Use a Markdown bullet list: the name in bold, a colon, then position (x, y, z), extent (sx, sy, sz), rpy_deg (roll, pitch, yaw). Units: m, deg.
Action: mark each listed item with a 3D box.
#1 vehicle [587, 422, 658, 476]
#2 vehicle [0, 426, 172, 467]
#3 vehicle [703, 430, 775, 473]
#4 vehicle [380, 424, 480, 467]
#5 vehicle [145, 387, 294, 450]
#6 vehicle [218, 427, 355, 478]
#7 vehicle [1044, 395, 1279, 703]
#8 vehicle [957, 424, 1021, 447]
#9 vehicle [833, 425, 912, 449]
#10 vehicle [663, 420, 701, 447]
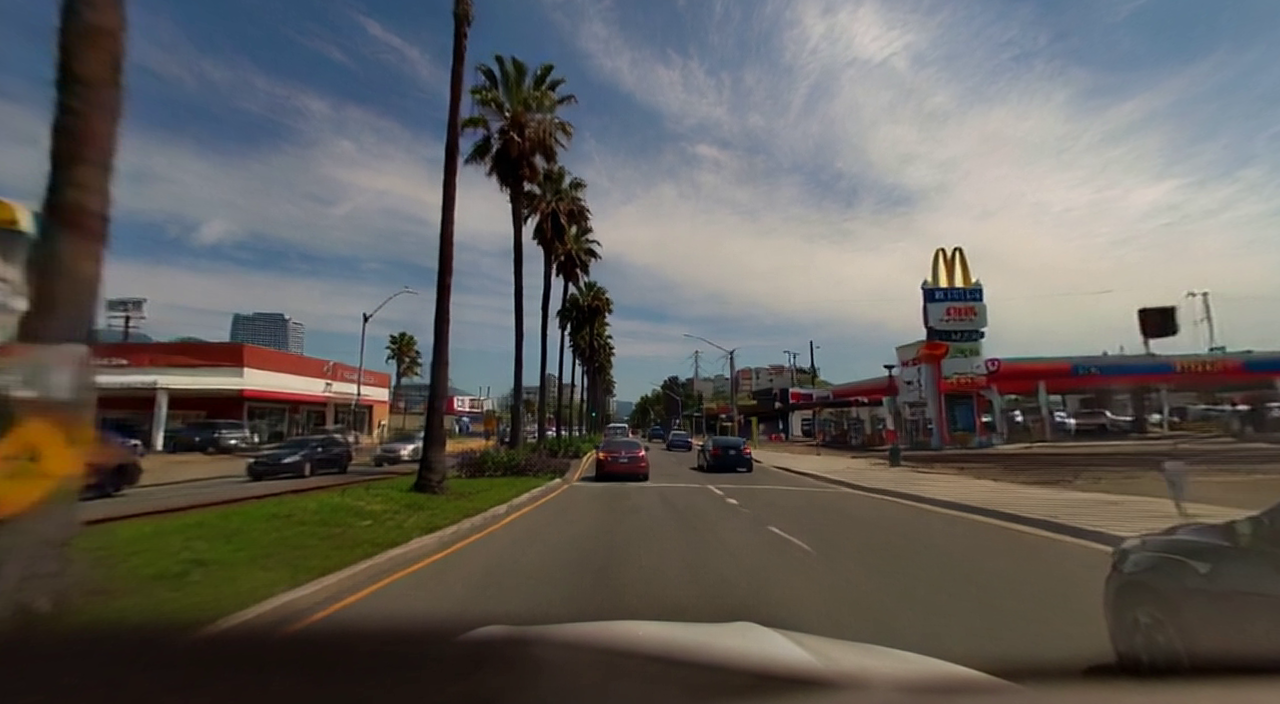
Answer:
- **vehicle**: position (-0.674, 3.133, 20.523), extent (2.021, 1.550, 4.090), rpy_deg (1, -8, -5)
- **vehicle**: position (-20.981, 3.585, 23.952), extent (4.858, 1.489, 2.147), rpy_deg (-1, -8, 5)
- **vehicle**: position (3.604, 3.703, 23.756), extent (1.889, 1.448, 4.262), rpy_deg (0, -8, -1)
- **vehicle**: position (-7.935, 3.618, 24.450), extent (2.052, 1.483, 4.751), rpy_deg (-1, -8, 3)
- **vehicle**: position (-23.932, 4.013, 36.657), extent (2.791, 3.271, 7.924), rpy_deg (-1, -8, 3)
- **vehicle**: position (-11.463, 3.299, 20.938), extent (1.865, 1.472, 4.532), rpy_deg (0, -8, 1)
- **vehicle**: position (3.519, 0.802, 1.746), extent (1.987, 1.474, 4.198), rpy_deg (0, -8, 0)
- **vehicle**: position (27.093, 6.500, 49.162), extent (3.856, 1.515, 1.691), rpy_deg (-3, -8, 3)
- **vehicle**: position (14.634, 5.399, 39.931), extent (4.293, 1.438, 1.773), rpy_deg (0, -8, 0)
- **vehicle**: position (2.962, 5.950, 45.922), extent (2.299, 1.803, 5.434), rpy_deg (0, -8, -1)
